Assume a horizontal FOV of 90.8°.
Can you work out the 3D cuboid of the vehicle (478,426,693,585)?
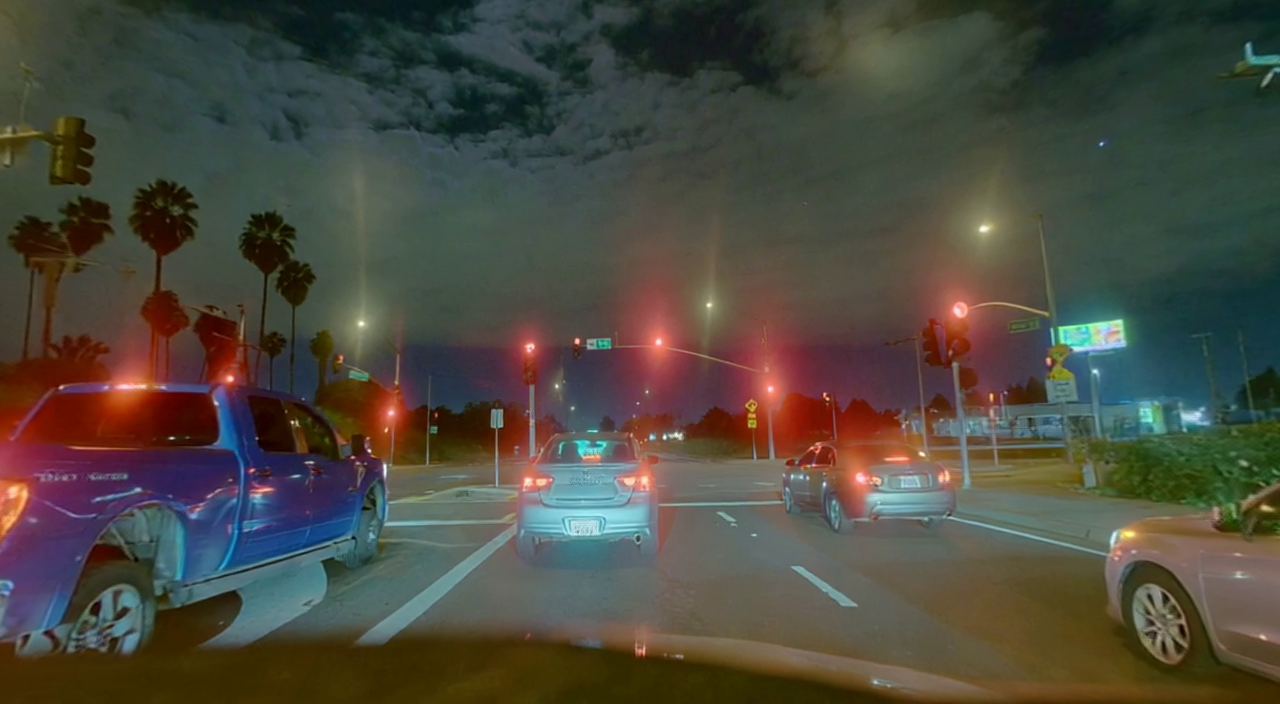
[{"bbox_3d":[-0.604,1.773,8.142,2.035,1.491,4.090,0,-9,-3],"label":"vehicle"}]

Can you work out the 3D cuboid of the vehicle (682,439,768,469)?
[{"bbox_3d":[4.225,5.163,32.090,1.878,1.428,4.416,5,-10,-33],"label":"vehicle"}]

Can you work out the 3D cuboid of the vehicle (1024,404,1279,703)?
[{"bbox_3d":[3.873,0.910,2.300,2.052,1.496,4.541,0,-9,-1],"label":"vehicle"}]

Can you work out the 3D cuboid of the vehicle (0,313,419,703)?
[{"bbox_3d":[-3.780,1.124,5.061,2.078,1.838,5.448,0,-9,0],"label":"vehicle"}]

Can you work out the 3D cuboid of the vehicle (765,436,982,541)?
[{"bbox_3d":[3.709,2.243,11.095,1.965,1.448,4.486,0,-9,-2],"label":"vehicle"}]
